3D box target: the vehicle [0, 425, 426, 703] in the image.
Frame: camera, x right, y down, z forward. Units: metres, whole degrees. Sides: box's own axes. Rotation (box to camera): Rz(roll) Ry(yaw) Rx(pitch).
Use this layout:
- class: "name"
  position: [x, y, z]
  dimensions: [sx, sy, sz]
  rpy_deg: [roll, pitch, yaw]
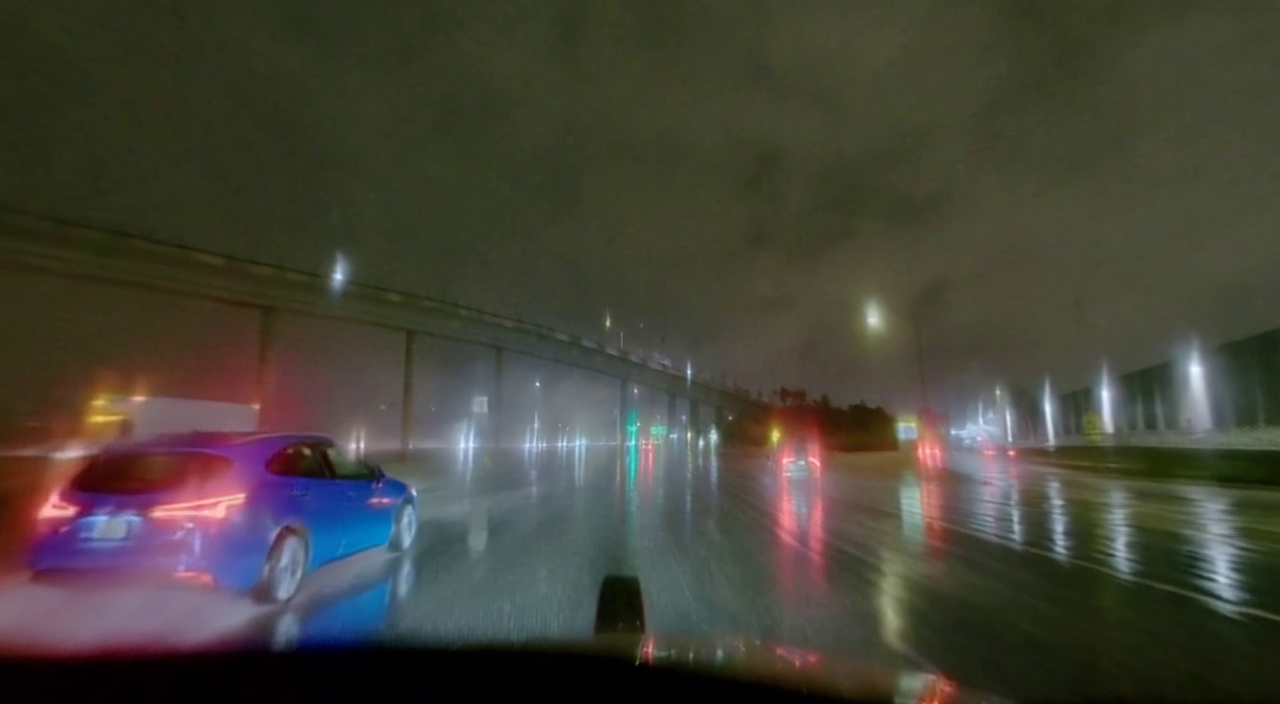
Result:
- class: "vehicle"
  position: [-3.645, 1.443, 5.430]
  dimensions: [2.044, 1.478, 4.114]
  rpy_deg: [0, -8, 2]
